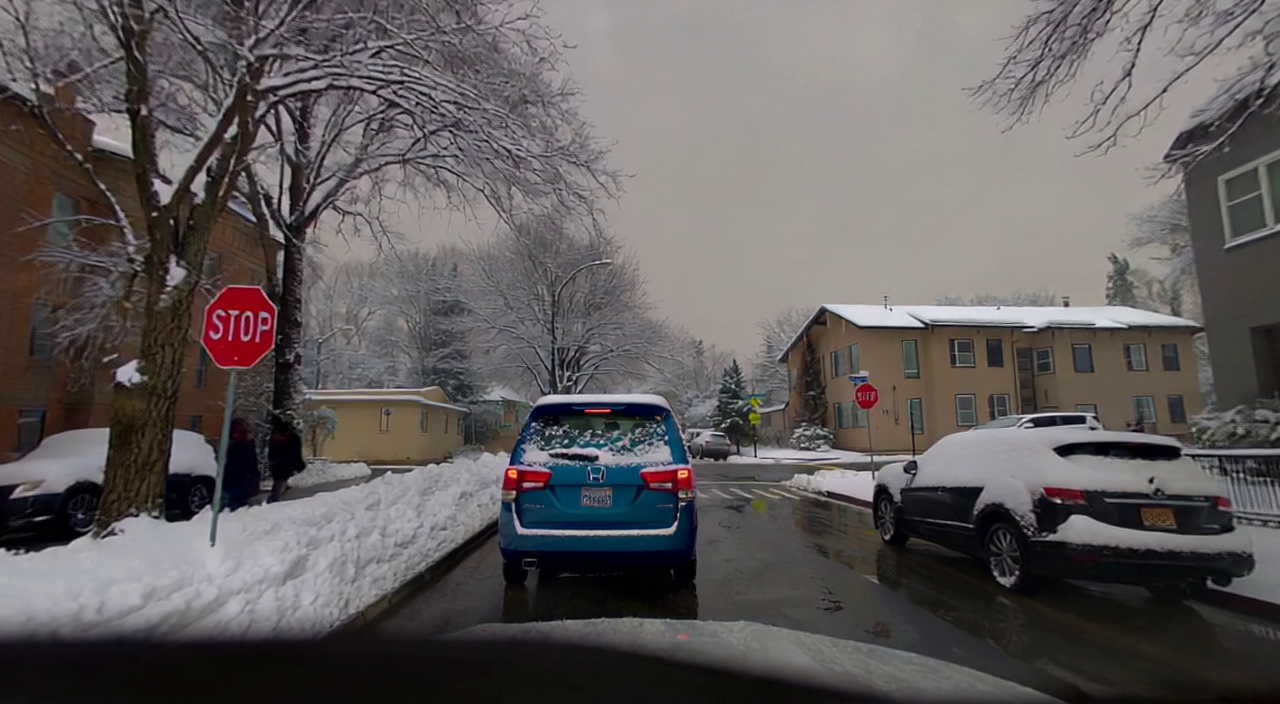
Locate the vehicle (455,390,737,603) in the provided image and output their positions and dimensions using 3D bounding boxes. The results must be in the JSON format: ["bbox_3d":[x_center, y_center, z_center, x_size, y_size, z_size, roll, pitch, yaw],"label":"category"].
[{"bbox_3d":[-0.388,1.570,7.739,2.377,1.787,4.652,0,-8,-1],"label":"vehicle"}]

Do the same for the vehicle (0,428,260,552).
[{"bbox_3d":[-8.293,2.021,10.058,1.825,1.532,4.083,-3,-7,2],"label":"vehicle"}]

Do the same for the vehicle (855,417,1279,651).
[{"bbox_3d":[4.217,1.681,6.910,1.959,1.581,4.731,4,-9,-2],"label":"vehicle"}]
